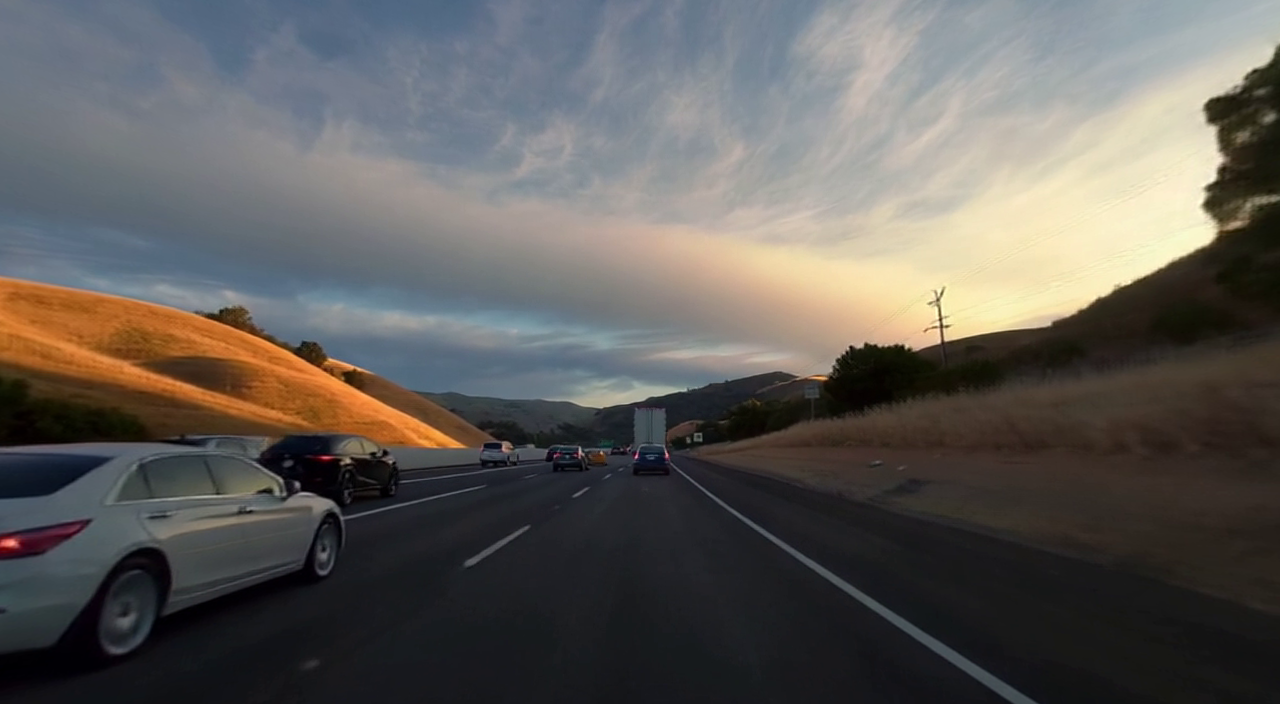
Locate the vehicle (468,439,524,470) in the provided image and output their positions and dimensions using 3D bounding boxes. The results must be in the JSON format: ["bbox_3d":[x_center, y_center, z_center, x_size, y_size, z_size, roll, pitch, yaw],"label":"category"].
[{"bbox_3d":[-10.526,7.540,46.577,2.421,2.025,6.236,0,-9,2],"label":"vehicle"}]

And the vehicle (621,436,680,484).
[{"bbox_3d":[0.423,4.460,26.396,2.281,1.795,4.297,1,-9,1],"label":"vehicle"}]

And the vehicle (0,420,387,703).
[{"bbox_3d":[-3.891,1.332,4.826,1.943,1.468,4.547,1,-9,1],"label":"vehicle"}]

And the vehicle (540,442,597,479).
[{"bbox_3d":[-3.415,5.291,31.073,2.155,1.661,4.477,0,-9,2],"label":"vehicle"}]
